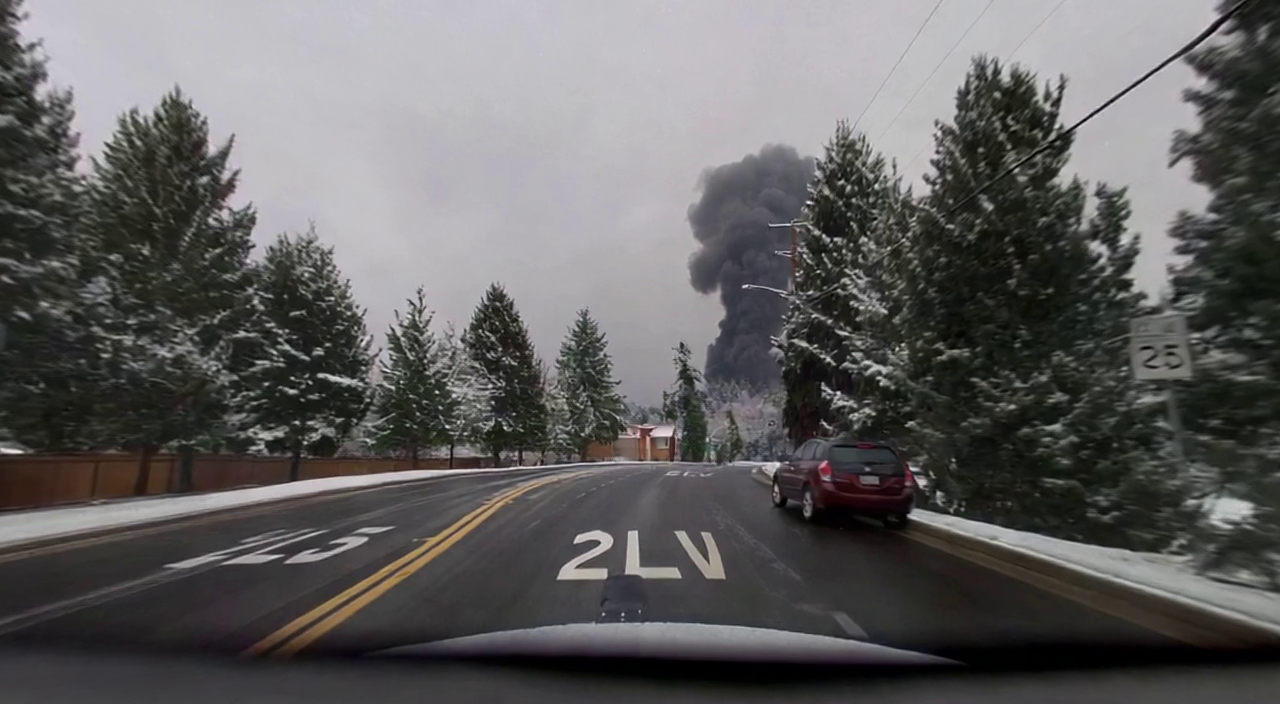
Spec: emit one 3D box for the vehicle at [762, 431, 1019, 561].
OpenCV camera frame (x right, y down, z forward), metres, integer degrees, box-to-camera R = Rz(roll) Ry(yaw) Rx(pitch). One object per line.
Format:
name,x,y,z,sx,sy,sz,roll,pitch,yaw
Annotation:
vehicle,3.360,2.010,9.681,1.965,1.486,4.582,0,-8,-1
